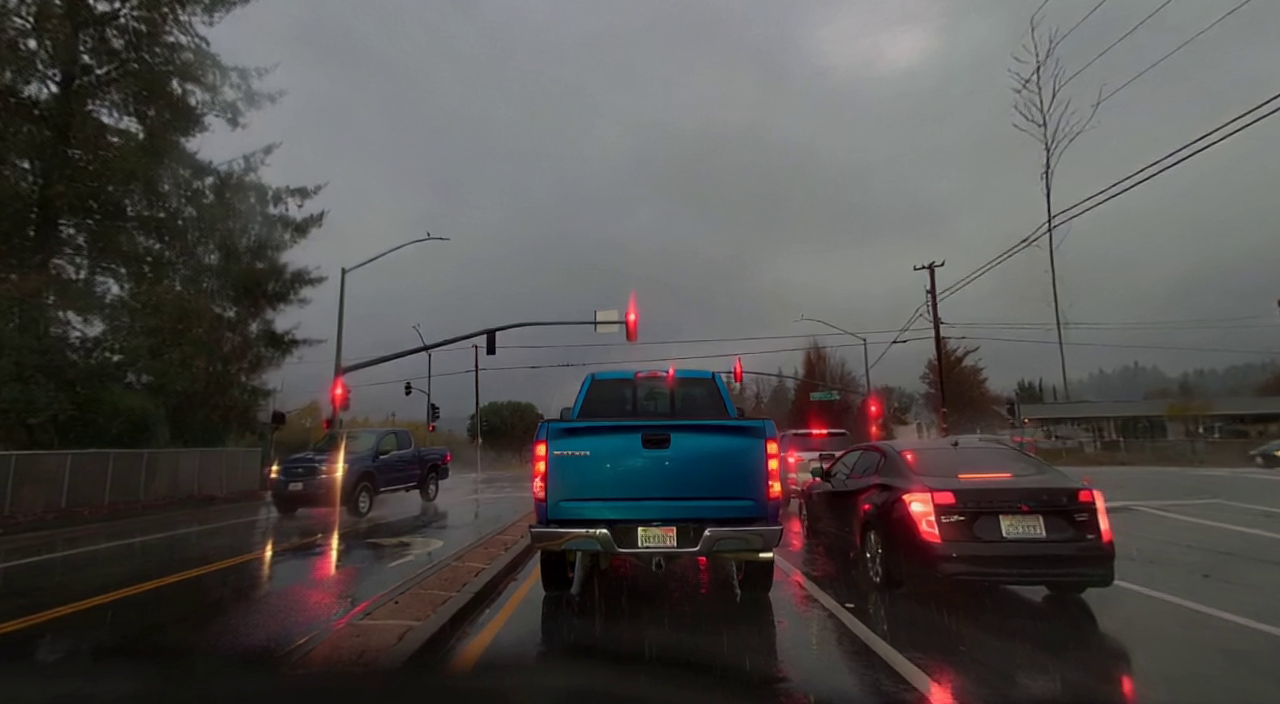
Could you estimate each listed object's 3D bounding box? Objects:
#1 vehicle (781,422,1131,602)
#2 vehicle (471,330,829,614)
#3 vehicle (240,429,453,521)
[{"bbox_3d":[3.105,1.644,7.372,1.993,1.495,4.060,0,-8,0],"label":"vehicle"},{"bbox_3d":[0.098,1.395,8.201,2.831,2.284,6.149,0,-8,0],"label":"vehicle"},{"bbox_3d":[-7.223,3.064,16.427,2.455,1.971,5.329,-1,-9,7],"label":"vehicle"}]
